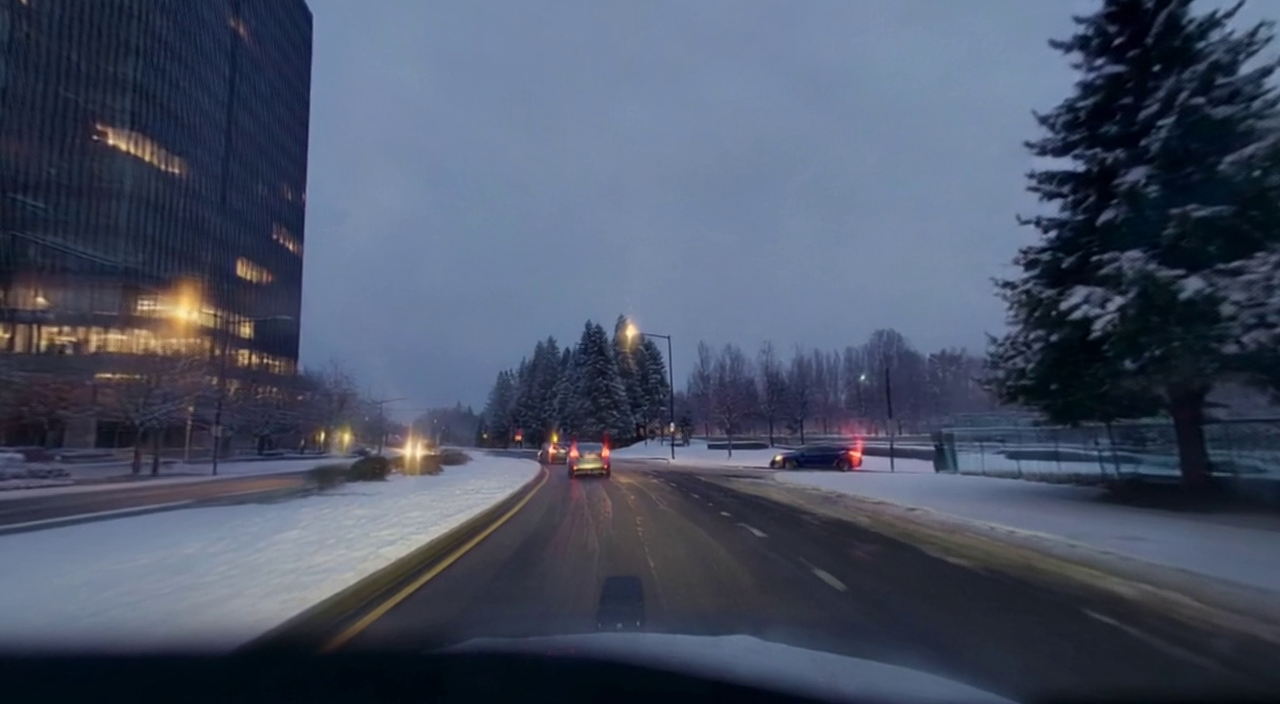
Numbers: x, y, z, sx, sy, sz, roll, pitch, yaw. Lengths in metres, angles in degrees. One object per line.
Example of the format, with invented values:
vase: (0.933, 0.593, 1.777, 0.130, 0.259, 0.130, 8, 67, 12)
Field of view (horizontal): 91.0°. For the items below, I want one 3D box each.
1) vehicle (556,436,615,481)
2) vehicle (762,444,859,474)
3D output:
vehicle: (-2.219, 4.304, 25.778, 2.183, 1.675, 4.319, 1, -8, -5)
vehicle: (9.068, 5.712, 33.762, 4.645, 1.505, 2.100, 0, -8, 3)
